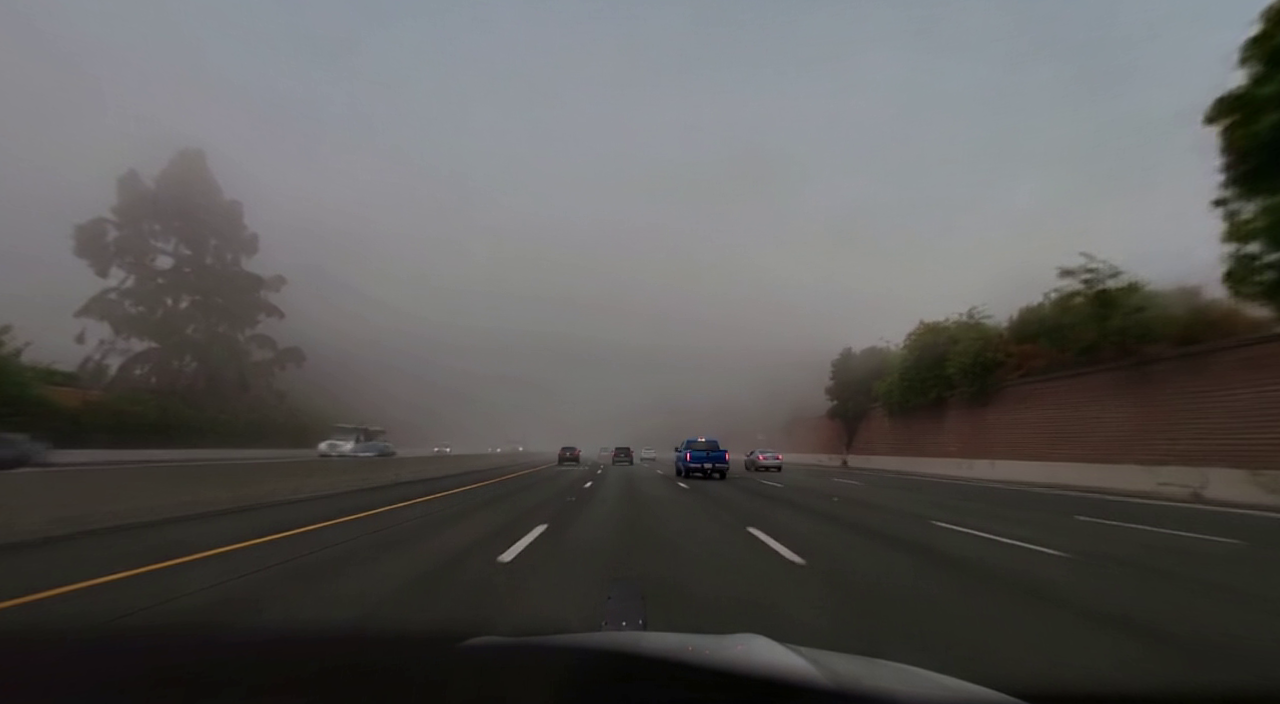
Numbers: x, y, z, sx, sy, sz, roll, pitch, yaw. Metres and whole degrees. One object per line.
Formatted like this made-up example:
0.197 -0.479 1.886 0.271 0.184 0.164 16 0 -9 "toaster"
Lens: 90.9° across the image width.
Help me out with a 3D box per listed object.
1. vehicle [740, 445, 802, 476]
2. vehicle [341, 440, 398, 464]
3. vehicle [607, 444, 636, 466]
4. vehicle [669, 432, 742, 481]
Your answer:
6.860 5.706 33.569 1.976 1.485 4.925 0 -8 -4 "vehicle"
-18.965 7.010 44.443 2.107 1.561 4.736 0 -8 -3 "vehicle"
-1.476 7.862 48.242 2.050 1.607 3.821 0 -8 -4 "vehicle"
2.774 4.627 28.249 2.374 1.952 5.431 0 -8 -3 "vehicle"
